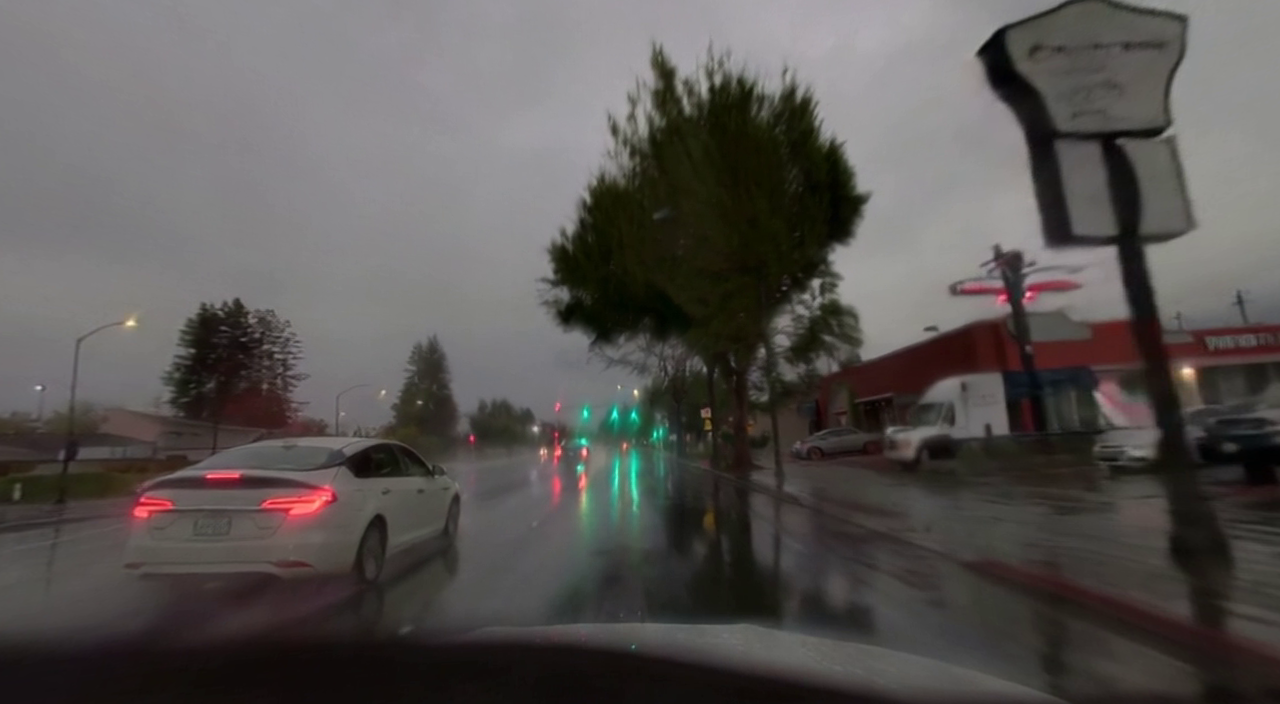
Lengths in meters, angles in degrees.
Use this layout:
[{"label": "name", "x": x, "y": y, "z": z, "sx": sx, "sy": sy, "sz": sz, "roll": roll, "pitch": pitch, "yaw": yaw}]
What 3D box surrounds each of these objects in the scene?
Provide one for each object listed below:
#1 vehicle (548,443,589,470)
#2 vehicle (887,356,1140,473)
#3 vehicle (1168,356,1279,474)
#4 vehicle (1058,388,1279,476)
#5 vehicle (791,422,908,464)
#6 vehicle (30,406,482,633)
[{"label": "vehicle", "x": -4.077, "y": 6.042, "z": 36.679, "sx": 1.955, "sy": 1.461, "sz": 4.396, "roll": 0, "pitch": -9, "yaw": -2}, {"label": "vehicle", "x": 12.112, "y": 2.107, "z": 21.011, "sx": 6.427, "sy": 3.417, "sz": 2.845, "roll": -2, "pitch": -8, "yaw": -2}, {"label": "vehicle", "x": 12.615, "y": 1.140, "z": 11.039, "sx": 4.780, "sy": 1.870, "sz": 2.140, "roll": 0, "pitch": -9, "yaw": -1}, {"label": "vehicle", "x": 12.772, "y": 1.768, "z": 13.907, "sx": 5.551, "sy": 1.753, "sz": 2.162, "roll": 0, "pitch": -9, "yaw": -1}, {"label": "vehicle", "x": 10.498, "y": 4.617, "z": 31.941, "sx": 5.130, "sy": 1.902, "sz": 2.056, "roll": -1, "pitch": -9, "yaw": -2}, {"label": "vehicle", "x": -3.408, "y": 1.586, "z": 7.008, "sx": 2.126, "sy": 1.655, "sz": 4.560, "roll": 0, "pitch": -9, "yaw": 0}]
